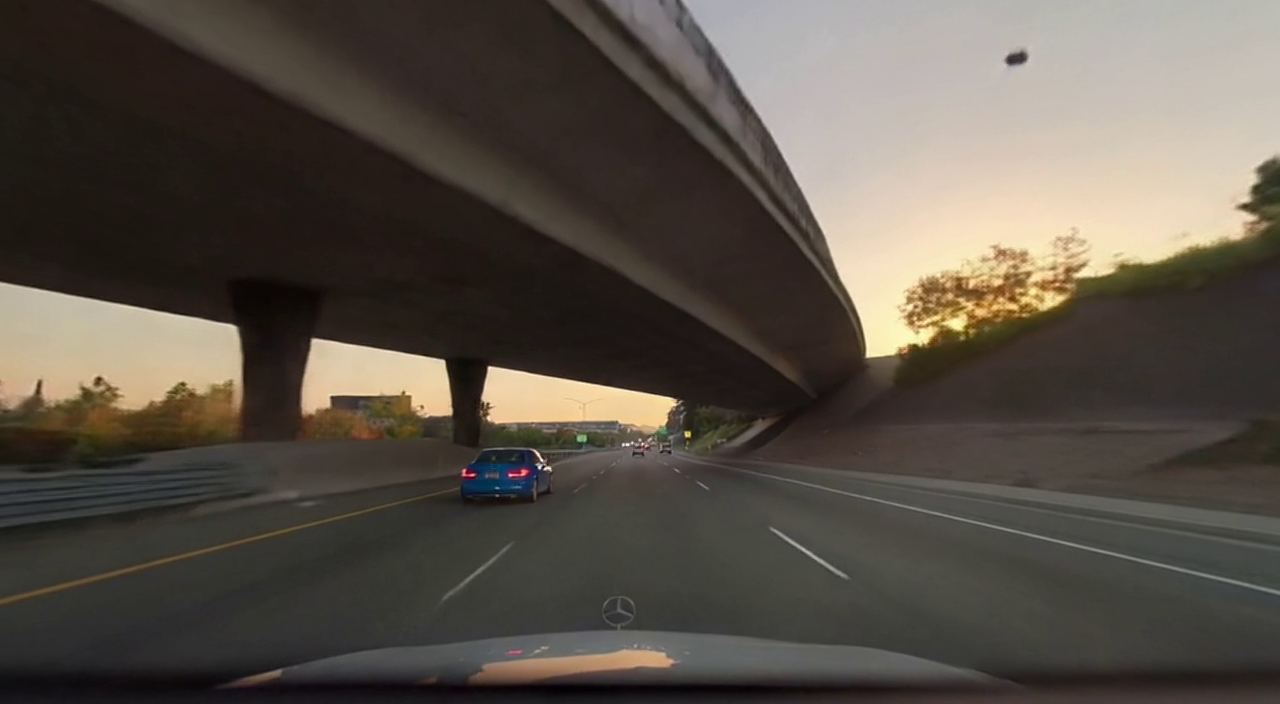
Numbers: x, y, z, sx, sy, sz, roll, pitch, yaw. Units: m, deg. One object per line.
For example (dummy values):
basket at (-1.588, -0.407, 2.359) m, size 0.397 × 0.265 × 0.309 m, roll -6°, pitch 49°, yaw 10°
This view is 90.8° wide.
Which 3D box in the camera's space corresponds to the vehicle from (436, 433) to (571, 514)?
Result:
vehicle at (-2.932, 2.719, 14.705) m, size 2.029 × 1.557 × 4.570 m, roll 0°, pitch -8°, yaw 1°
